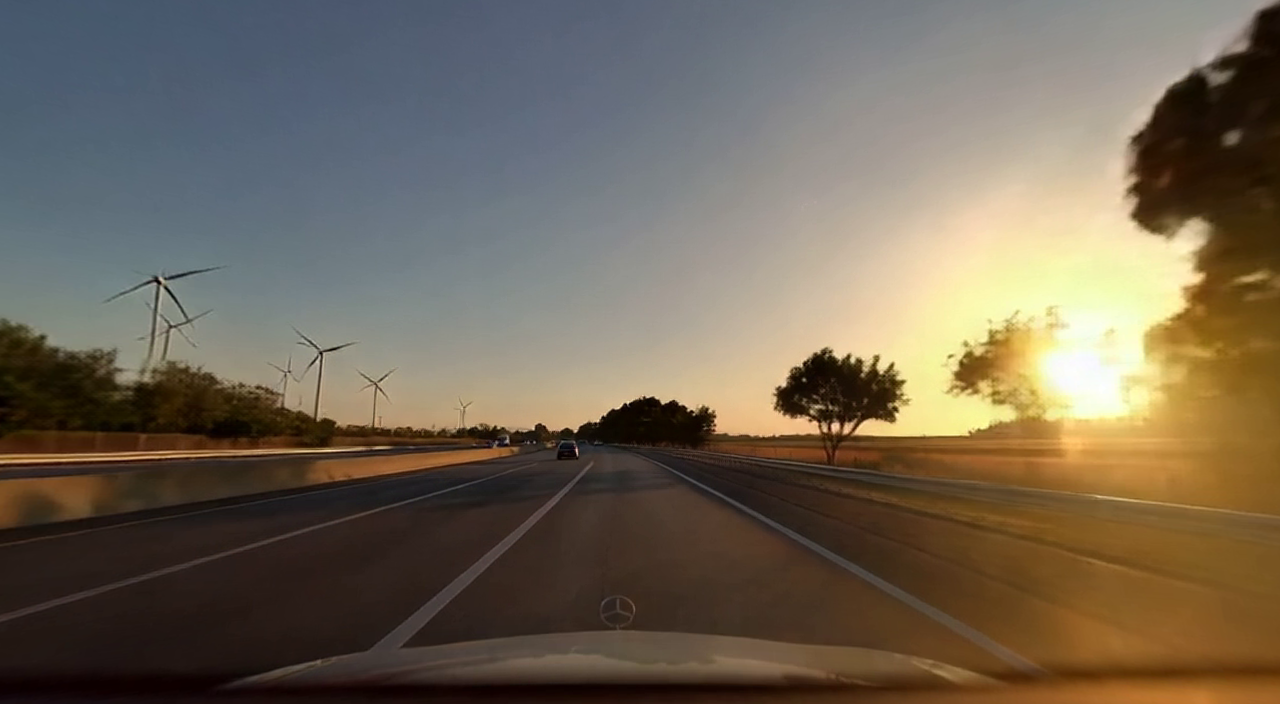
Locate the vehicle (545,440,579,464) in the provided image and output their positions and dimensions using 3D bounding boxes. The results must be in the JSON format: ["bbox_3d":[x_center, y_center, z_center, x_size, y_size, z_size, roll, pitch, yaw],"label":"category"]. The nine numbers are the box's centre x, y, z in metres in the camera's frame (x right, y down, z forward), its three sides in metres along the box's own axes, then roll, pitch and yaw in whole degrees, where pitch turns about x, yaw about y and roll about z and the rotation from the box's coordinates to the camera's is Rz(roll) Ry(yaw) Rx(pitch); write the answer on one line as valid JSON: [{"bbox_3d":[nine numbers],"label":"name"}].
[{"bbox_3d":[-5.305,6.873,43.373,2.053,1.549,4.097,0,-8,-3],"label":"vehicle"}]
